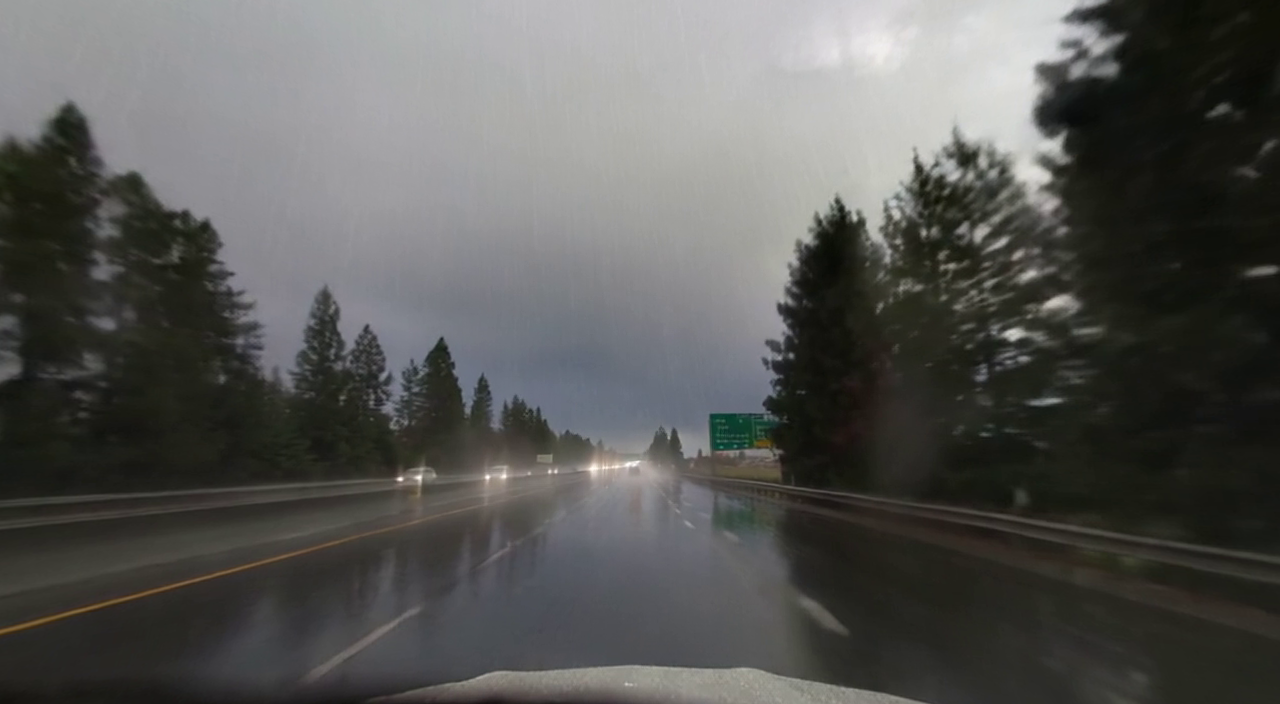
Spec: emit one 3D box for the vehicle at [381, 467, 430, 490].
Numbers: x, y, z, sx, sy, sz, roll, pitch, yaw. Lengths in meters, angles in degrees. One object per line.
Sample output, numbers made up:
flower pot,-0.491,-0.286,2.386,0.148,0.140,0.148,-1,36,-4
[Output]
vehicle,-16.887,9.144,45.557,1.867,1.516,4.304,0,-11,1
